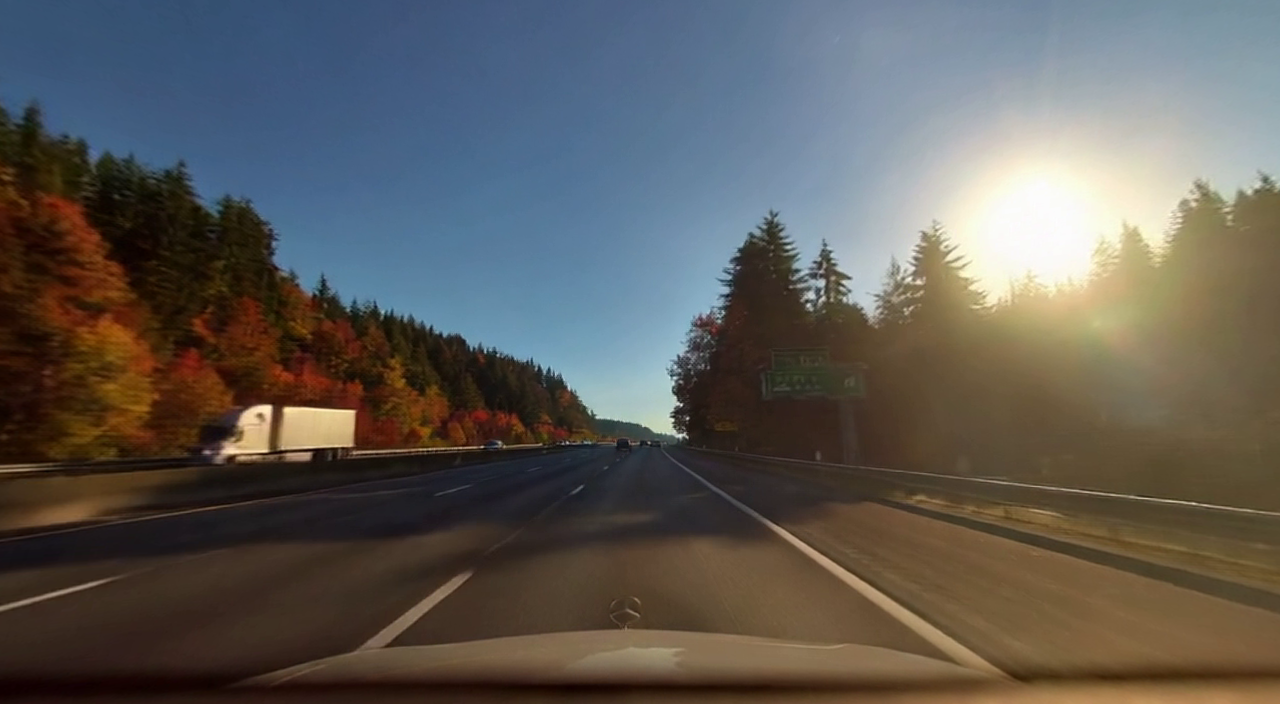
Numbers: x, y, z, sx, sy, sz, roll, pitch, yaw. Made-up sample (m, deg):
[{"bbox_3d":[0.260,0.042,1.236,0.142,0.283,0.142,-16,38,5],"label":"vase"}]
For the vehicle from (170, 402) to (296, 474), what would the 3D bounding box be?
[{"bbox_3d":[-22.861,4.918,35.817,2.967,3.721,5.967,0,-8,1],"label":"vehicle"}]
